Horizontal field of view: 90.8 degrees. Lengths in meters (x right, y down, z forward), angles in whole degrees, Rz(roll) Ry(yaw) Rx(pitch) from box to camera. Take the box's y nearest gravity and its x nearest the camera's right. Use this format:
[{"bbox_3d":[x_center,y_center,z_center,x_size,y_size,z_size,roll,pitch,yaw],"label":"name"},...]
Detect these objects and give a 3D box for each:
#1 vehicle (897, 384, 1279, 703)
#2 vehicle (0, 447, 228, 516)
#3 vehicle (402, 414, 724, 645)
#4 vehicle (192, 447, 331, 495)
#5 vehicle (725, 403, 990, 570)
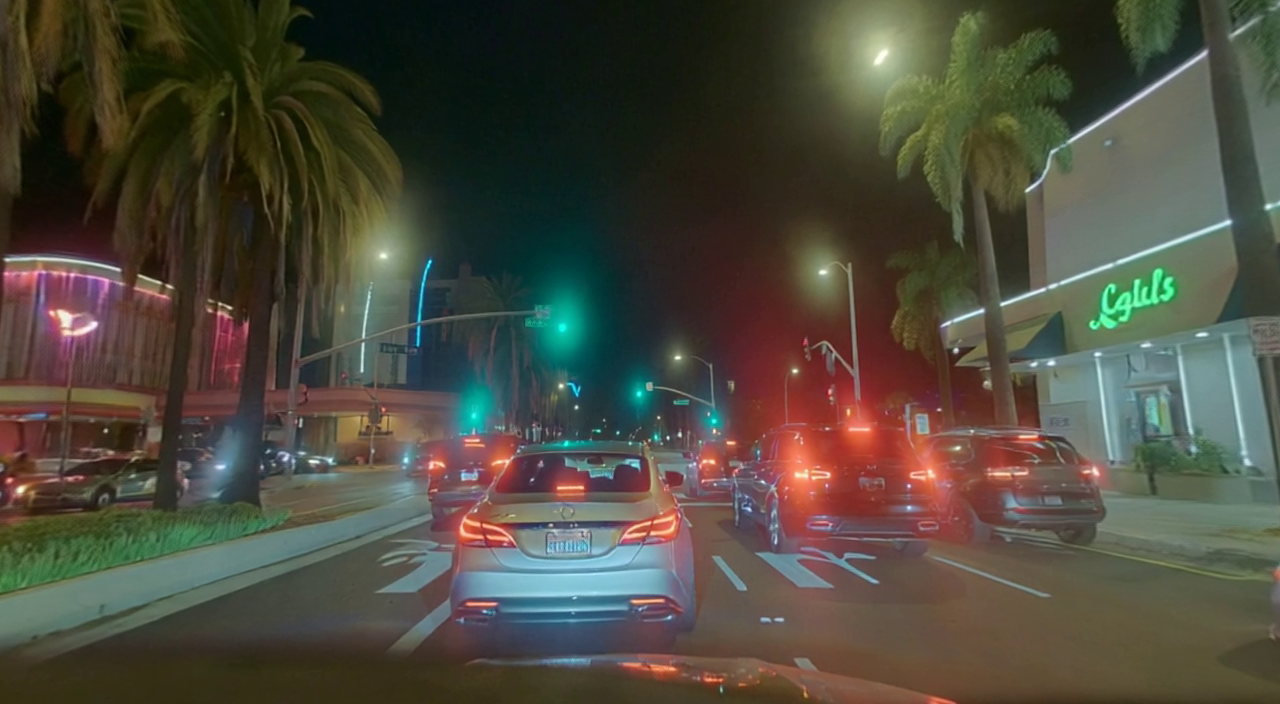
[{"bbox_3d":[2.612,0.809,1.485,2.085,1.469,4.458,0,-9,-1],"label":"vehicle"},{"bbox_3d":[-12.847,3.134,15.931,1.870,1.475,4.531,0,-9,0],"label":"vehicle"},{"bbox_3d":[-0.514,1.468,6.230,2.096,1.492,4.071,0,-9,0],"label":"vehicle"},{"bbox_3d":[-12.855,4.023,21.875,1.856,1.455,4.700,0,-9,1],"label":"vehicle"},{"bbox_3d":[2.643,1.772,9.059,2.096,1.775,4.440,0,-9,-2],"label":"vehicle"}]
